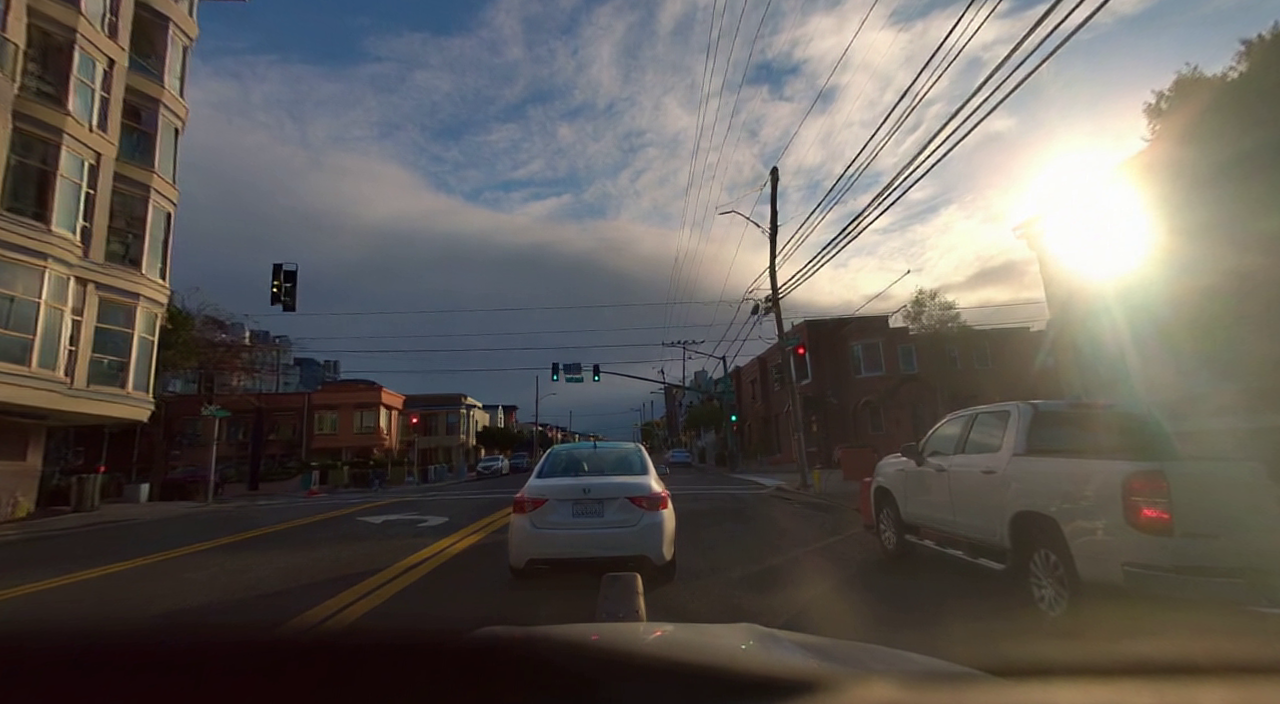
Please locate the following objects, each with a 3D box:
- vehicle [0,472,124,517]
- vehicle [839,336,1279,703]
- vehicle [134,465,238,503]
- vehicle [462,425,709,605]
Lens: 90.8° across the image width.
[{"bbox_3d":[-24.754,6.073,26.997,3.891,1.538,1.698,-5,-11,0],"label":"vehicle"},{"bbox_3d":[3.830,1.238,5.923,2.248,1.945,5.011,0,-8,0],"label":"vehicle"},{"bbox_3d":[-25.369,7.373,35.390,4.337,1.739,1.981,-4,-11,1],"label":"vehicle"},{"bbox_3d":[-0.484,1.649,7.325,2.019,1.453,4.129,0,-8,-1],"label":"vehicle"}]
